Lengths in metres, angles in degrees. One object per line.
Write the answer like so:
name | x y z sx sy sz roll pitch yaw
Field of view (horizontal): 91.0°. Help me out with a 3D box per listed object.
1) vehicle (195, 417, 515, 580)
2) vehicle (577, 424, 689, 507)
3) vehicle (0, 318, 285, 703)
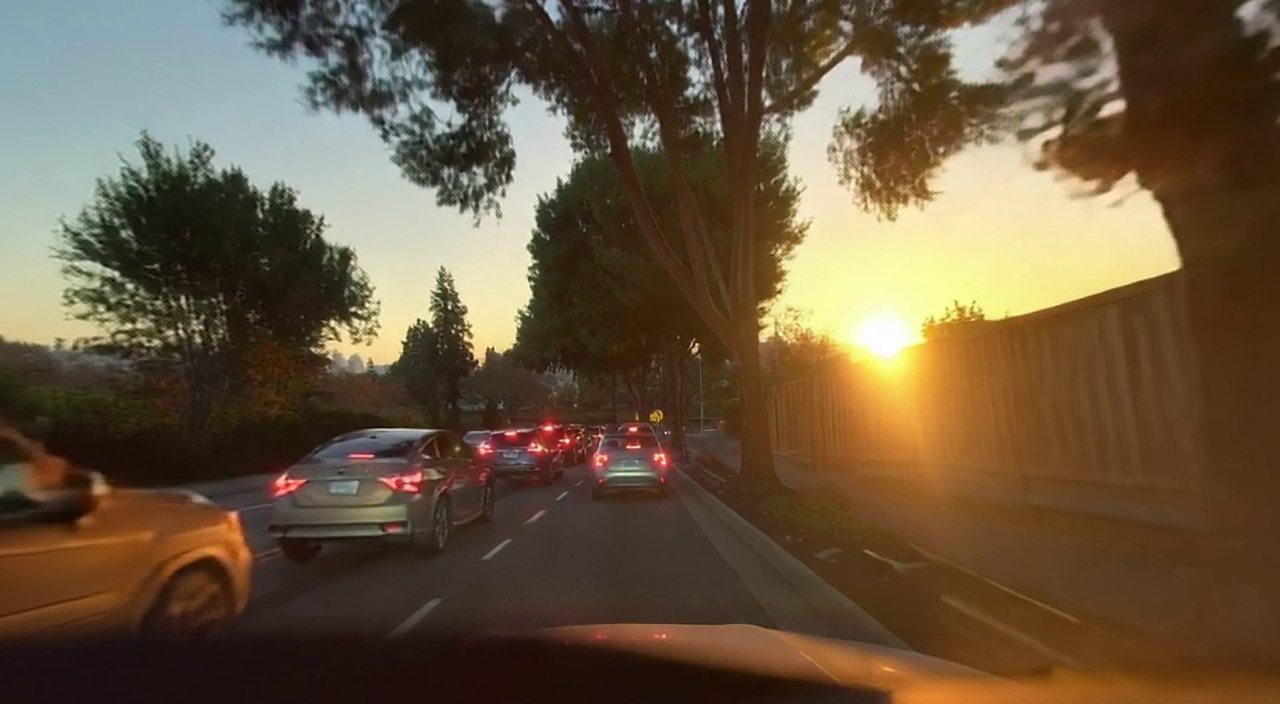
vehicle | -3.154 1.709 8.297 1.980 1.520 4.636 0 -8 1
vehicle | -0.133 2.309 13.235 1.995 1.460 3.865 0 -8 0
vehicle | -3.079 0.673 1.414 1.999 1.727 4.340 0 -8 0
